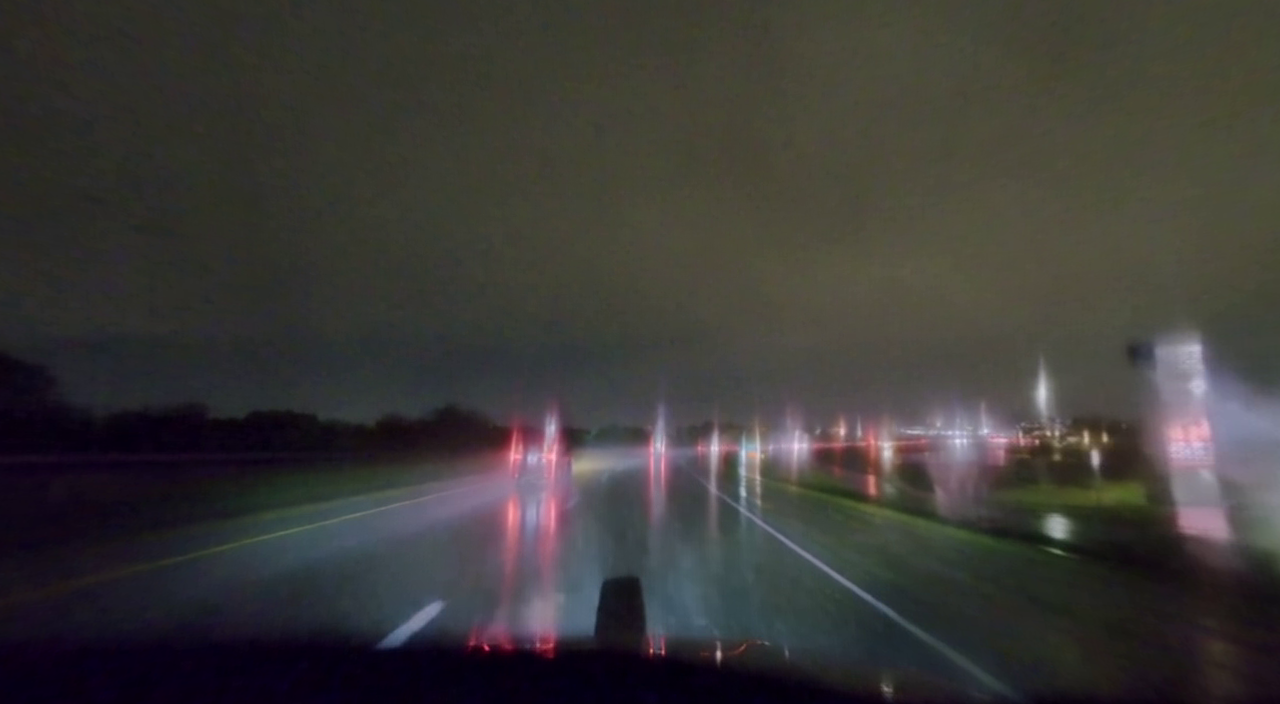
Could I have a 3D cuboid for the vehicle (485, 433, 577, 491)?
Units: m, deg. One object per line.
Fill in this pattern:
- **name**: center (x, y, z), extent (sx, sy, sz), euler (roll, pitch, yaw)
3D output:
- **vehicle**: center (-3.601, 3.776, 21.887), extent (2.193, 1.771, 4.757), euler (-1, -9, 2)
